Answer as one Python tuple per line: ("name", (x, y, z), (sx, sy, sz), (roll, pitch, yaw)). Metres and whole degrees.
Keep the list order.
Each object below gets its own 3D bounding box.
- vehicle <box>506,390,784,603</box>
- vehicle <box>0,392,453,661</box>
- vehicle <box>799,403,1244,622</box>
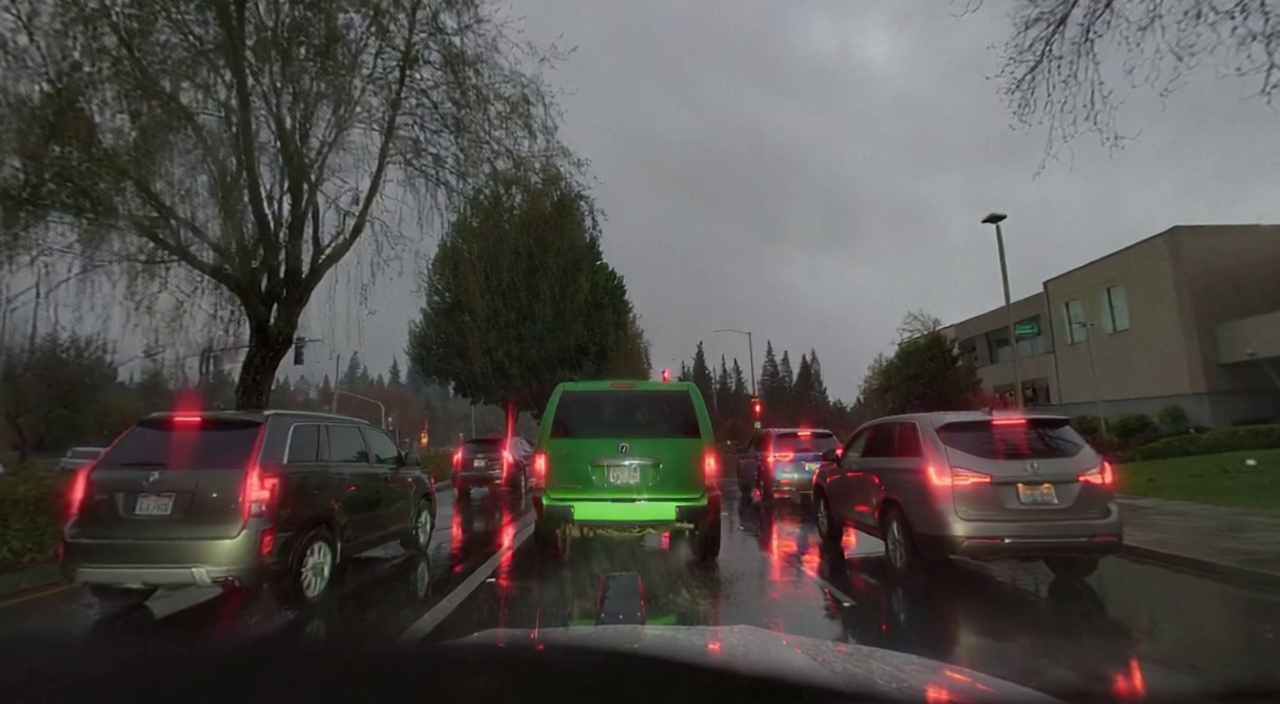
("vehicle", (0.020, 1.485, 7.249), (2.294, 1.761, 3.857), (0, -9, -1))
("vehicle", (-3.373, 1.372, 5.978), (1.961, 1.639, 4.064), (0, -9, 0))
("vehicle", (3.475, 1.550, 7.051), (2.202, 1.657, 4.298), (0, -9, -1))
